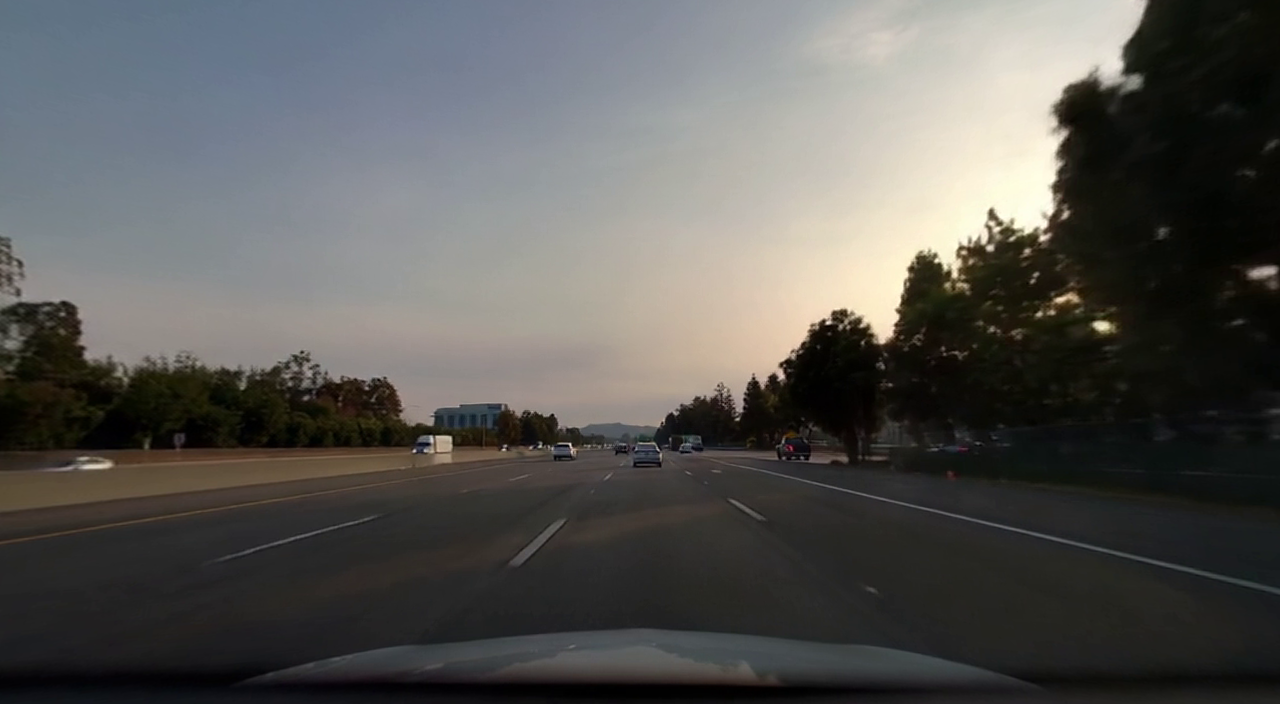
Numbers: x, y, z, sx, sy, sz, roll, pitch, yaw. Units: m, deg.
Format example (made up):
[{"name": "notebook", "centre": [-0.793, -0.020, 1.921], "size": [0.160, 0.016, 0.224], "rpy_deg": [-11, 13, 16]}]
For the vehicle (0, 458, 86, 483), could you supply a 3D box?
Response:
[{"name": "vehicle", "centre": [-44.569, 8.759, 46.891], "size": [1.929, 1.653, 5.011], "rpy_deg": [-1, -8, 5]}]

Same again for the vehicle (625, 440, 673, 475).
[{"name": "vehicle", "centre": [0.386, 4.939, 29.762], "size": [2.112, 1.482, 4.082], "rpy_deg": [0, -8, 0]}]

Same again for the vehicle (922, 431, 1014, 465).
[{"name": "vehicle", "centre": [20.081, 5.915, 39.027], "size": [2.304, 1.951, 5.719], "rpy_deg": [0, -8, -4]}]
